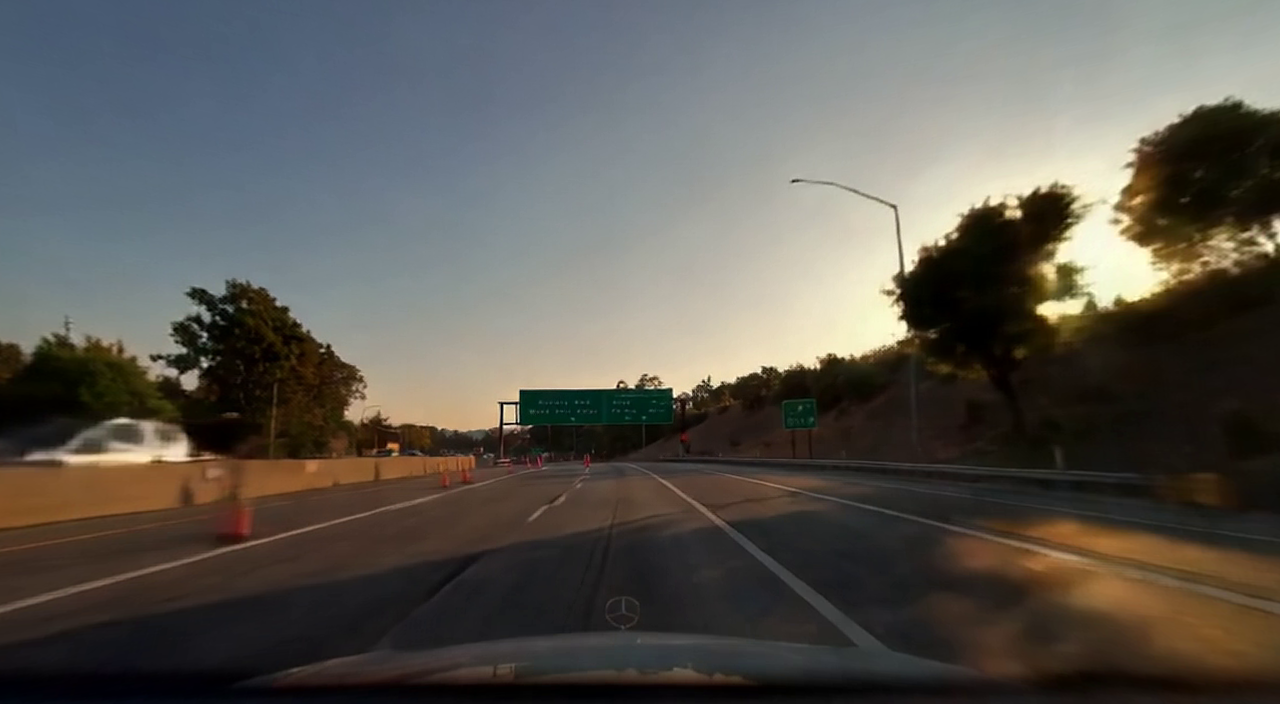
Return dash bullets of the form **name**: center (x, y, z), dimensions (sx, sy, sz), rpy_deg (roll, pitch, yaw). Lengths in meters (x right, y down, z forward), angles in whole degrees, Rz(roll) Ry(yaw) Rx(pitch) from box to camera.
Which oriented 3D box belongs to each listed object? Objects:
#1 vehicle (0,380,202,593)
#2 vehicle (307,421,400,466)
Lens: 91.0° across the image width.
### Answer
- **vehicle**: center (-7.416, 1.204, 5.477), dimensions (2.690, 1.995, 6.270), rpy_deg (0, -9, 0)
- **vehicle**: center (-18.352, 6.080, 40.908), dimensions (2.750, 2.474, 7.300), rpy_deg (1, -11, -2)
